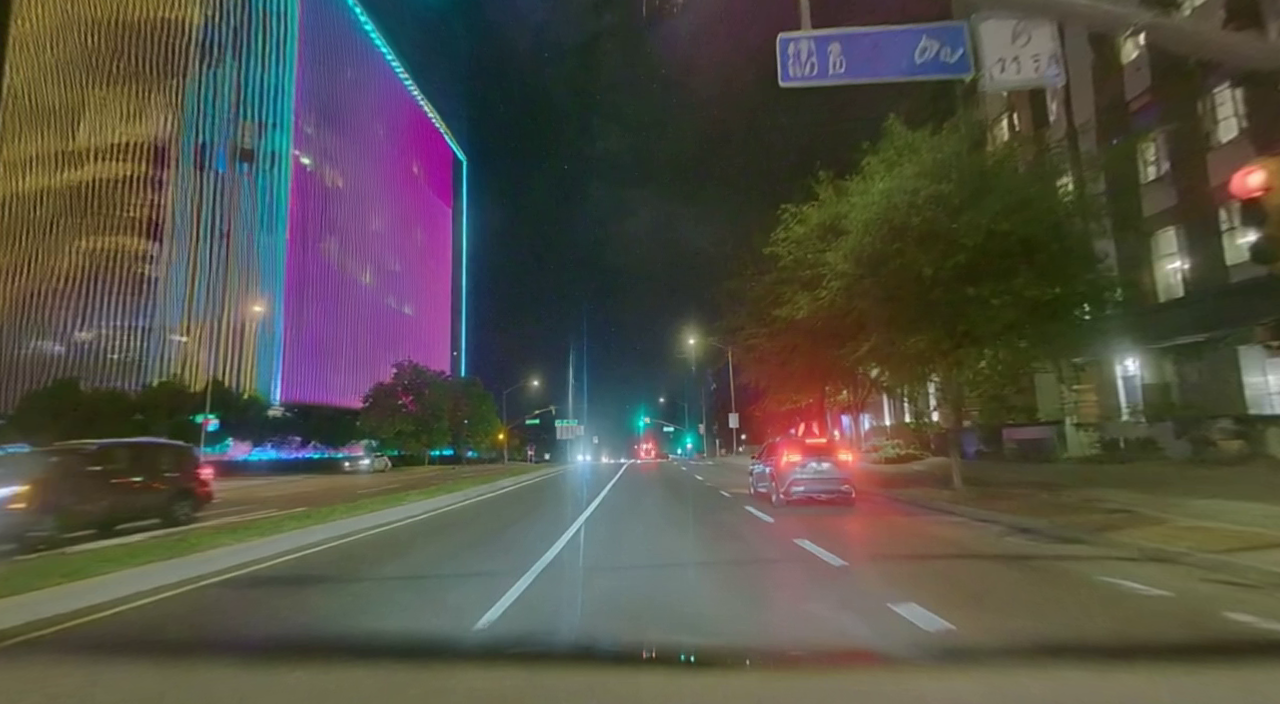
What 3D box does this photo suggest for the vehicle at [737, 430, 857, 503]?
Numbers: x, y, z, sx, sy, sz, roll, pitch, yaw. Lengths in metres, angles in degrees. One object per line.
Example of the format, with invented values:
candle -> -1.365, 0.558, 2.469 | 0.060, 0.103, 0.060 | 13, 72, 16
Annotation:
vehicle -> 3.728, 2.789, 15.738 | 1.949, 1.583, 3.996 | 0, -9, 0

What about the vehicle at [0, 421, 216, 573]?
vehicle -> -7.941, 1.807, 8.027 | 2.021, 1.626, 4.302 | -3, -9, 1
